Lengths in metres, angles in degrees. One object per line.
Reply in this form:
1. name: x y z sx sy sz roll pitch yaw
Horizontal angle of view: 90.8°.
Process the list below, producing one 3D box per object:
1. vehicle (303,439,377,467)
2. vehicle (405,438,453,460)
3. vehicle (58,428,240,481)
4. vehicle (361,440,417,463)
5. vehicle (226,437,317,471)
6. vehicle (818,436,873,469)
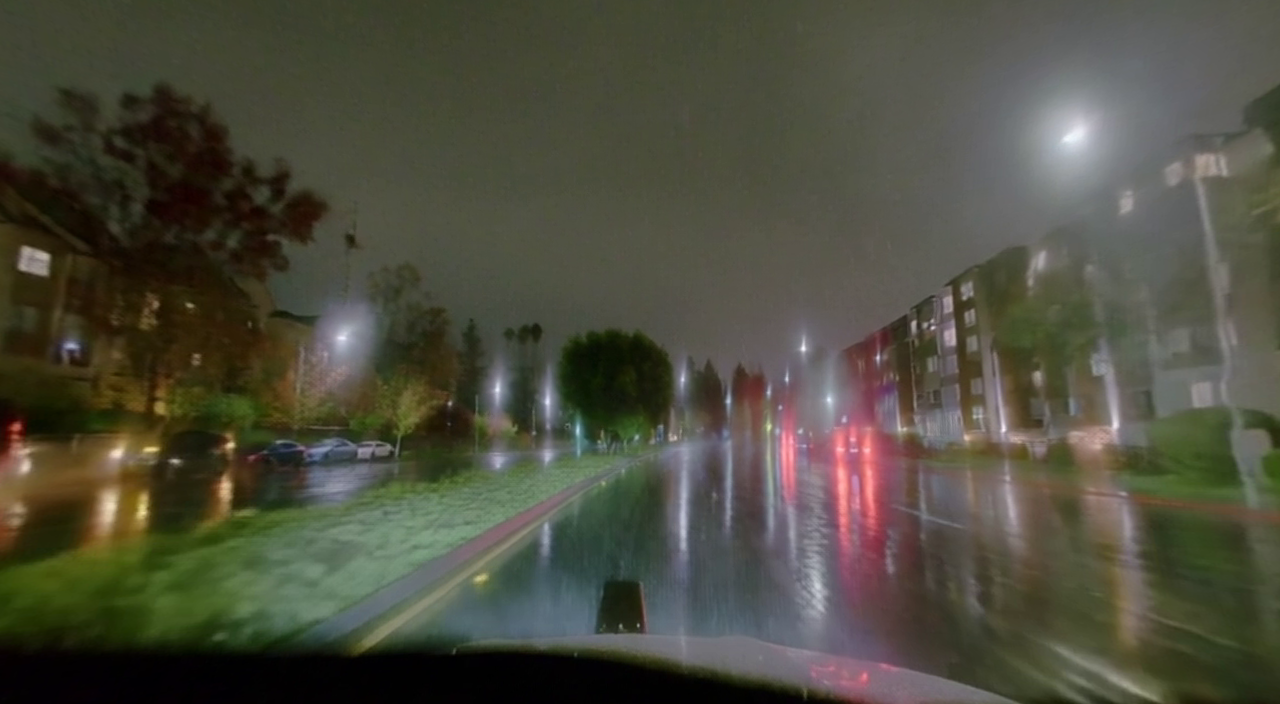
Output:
1. vehicle: -17.573 5.979 37.325 1.823 1.455 4.680 -3 -9 5
2. vehicle: -16.391 7.627 49.356 1.908 1.500 4.470 -3 -10 5
3. vehicle: -18.488 3.912 24.316 2.226 1.733 5.775 -1 -9 3
4. vehicle: -17.151 6.830 43.395 1.829 1.452 4.562 -3 -9 2
5. vehicle: -18.115 5.057 31.312 1.802 1.487 4.359 -2 -9 2
6. vehicle: 12.101 5.898 37.517 2.037 1.655 4.760 3 -7 6
